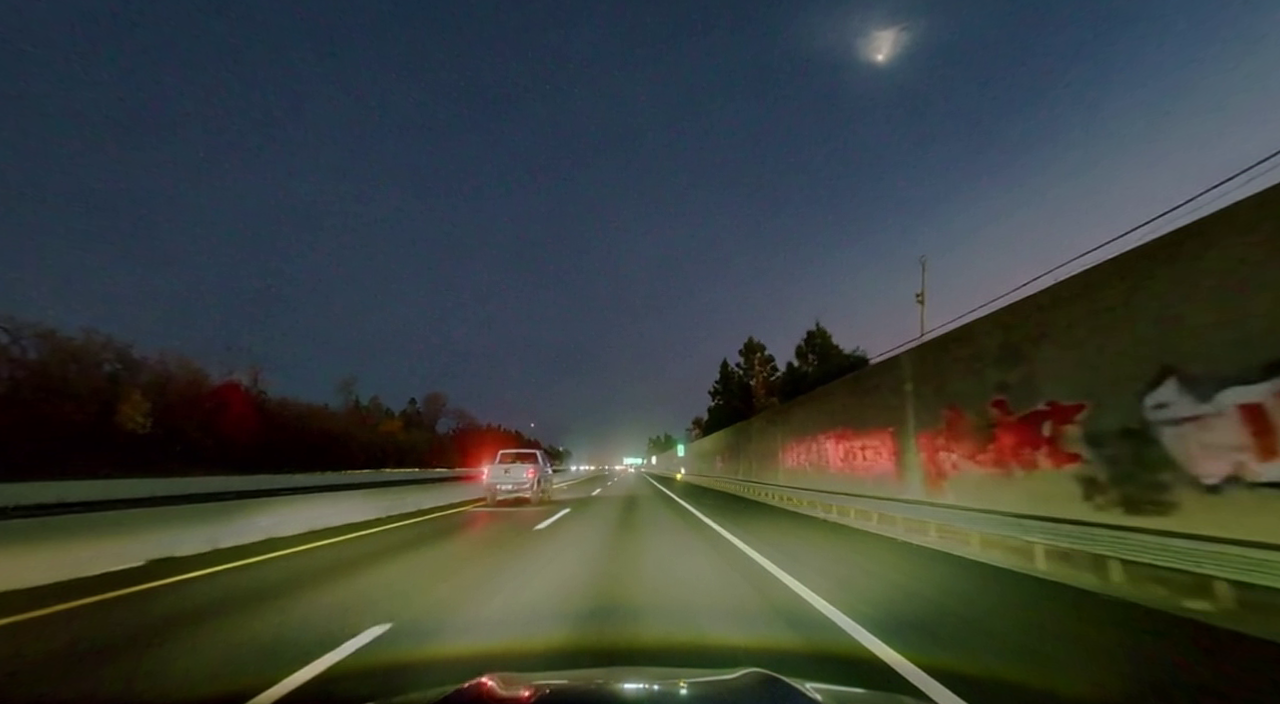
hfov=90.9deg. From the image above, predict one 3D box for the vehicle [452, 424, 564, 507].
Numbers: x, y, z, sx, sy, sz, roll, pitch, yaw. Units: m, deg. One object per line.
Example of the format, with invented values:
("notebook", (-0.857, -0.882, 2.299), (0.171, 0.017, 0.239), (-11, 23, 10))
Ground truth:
("vehicle", (-4.321, 3.952, 21.965), (2.597, 2.434, 6.020), (1, -11, 0))
